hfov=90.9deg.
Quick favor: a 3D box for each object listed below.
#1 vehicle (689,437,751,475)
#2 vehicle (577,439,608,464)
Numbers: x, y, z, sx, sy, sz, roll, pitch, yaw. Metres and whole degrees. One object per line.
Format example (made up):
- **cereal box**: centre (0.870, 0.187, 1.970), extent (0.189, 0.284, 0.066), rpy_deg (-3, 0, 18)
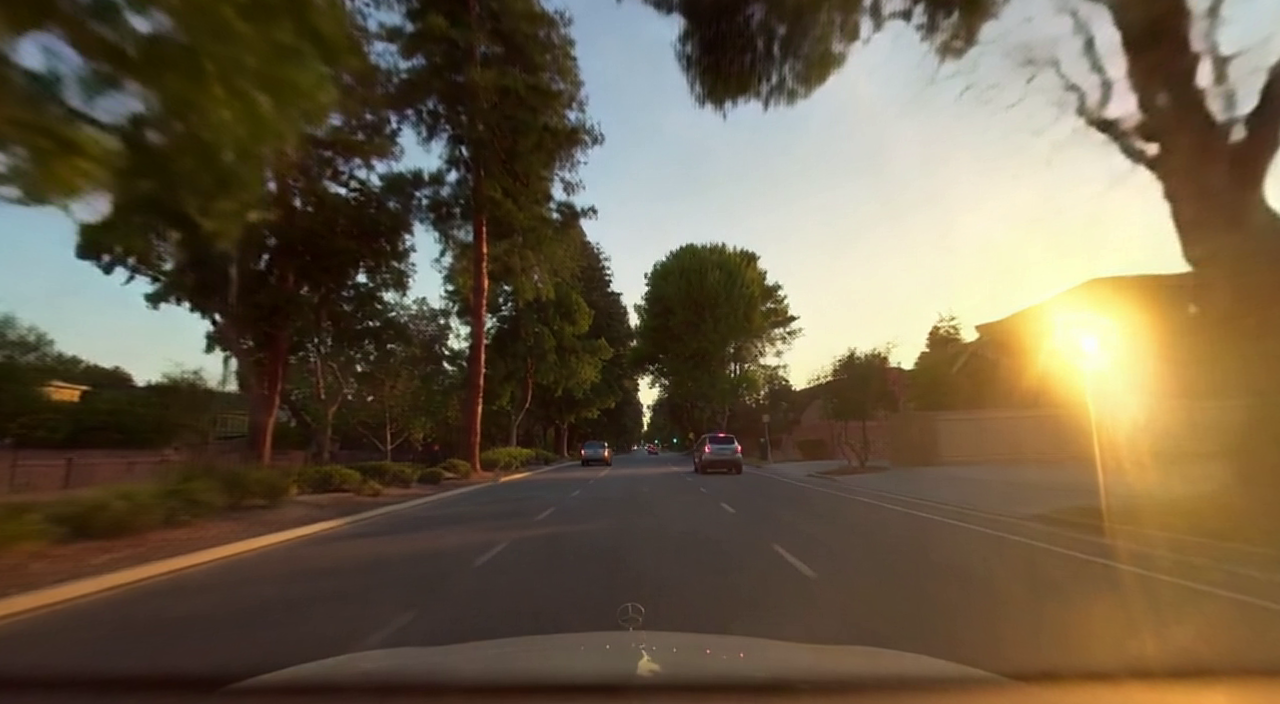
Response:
- **vehicle**: centre (3.759, 5.026, 30.679), extent (2.321, 1.695, 5.037), rpy_deg (0, -8, 0)
- **vehicle**: centre (-3.596, 7.600, 48.192), extent (2.002, 1.747, 4.728), rpy_deg (0, -8, 0)
